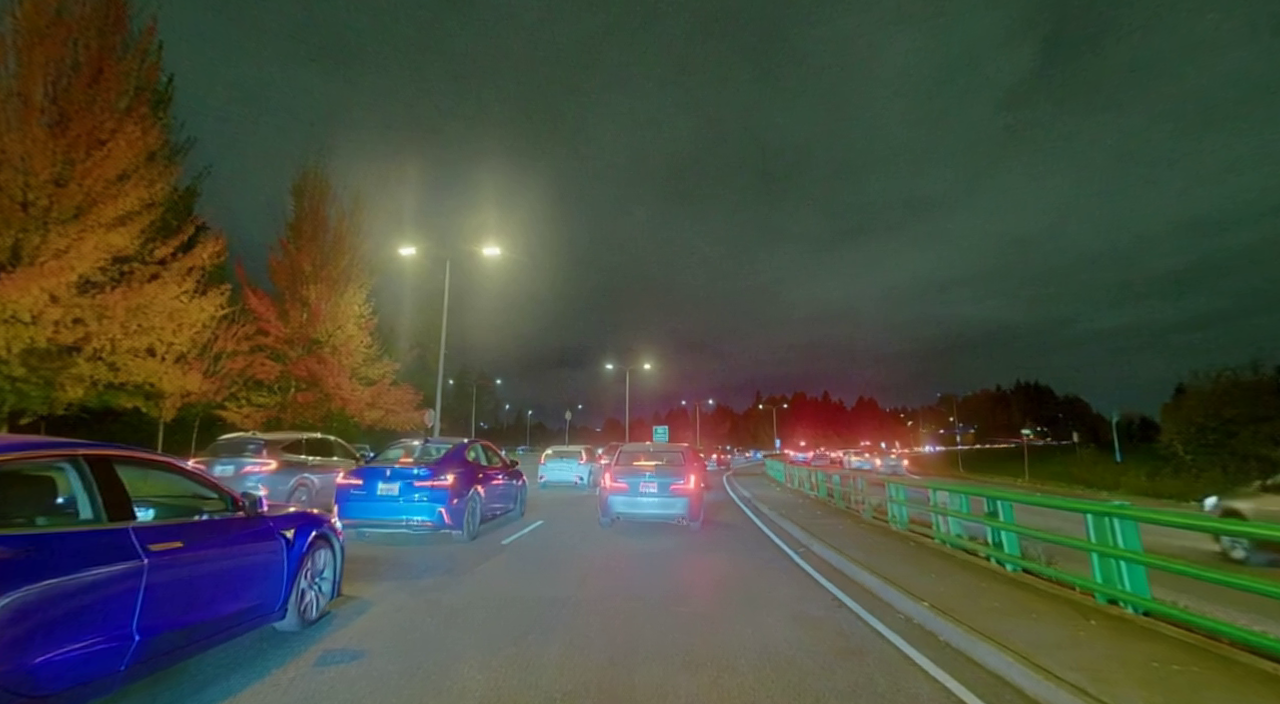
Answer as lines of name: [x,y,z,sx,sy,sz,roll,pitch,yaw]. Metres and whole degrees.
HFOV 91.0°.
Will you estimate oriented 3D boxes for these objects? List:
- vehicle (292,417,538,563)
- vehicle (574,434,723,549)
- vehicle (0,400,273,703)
vehicle: [-2.997,1.950,9.645,1.979,1.663,4.513,0,-9,2]
vehicle: [0.201,2.218,10.721,2.015,1.506,4.276,0,-9,2]
vehicle: [-3.496,0.876,2.068,1.921,1.503,4.317,0,-9,1]
